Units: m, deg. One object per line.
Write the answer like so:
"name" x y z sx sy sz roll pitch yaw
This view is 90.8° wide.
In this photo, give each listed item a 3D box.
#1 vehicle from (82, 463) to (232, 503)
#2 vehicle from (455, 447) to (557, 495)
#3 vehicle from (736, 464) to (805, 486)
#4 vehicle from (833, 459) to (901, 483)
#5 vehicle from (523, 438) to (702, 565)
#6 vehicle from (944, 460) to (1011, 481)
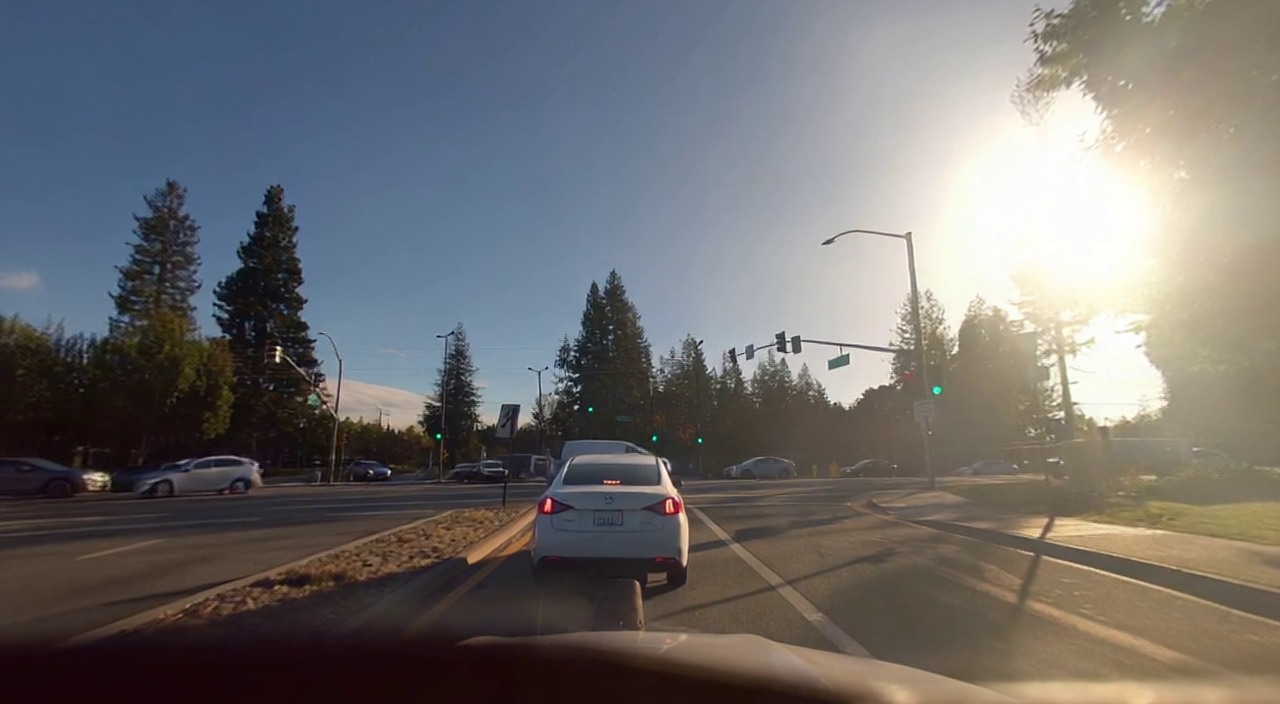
"vehicle" -20.085 5.448 26.498 4.548 1.449 1.802 2 -9 -13
"vehicle" -5.663 4.886 26.334 2.175 1.789 4.355 8 -12 -42
"vehicle" 9.064 8.532 43.891 4.254 1.359 1.895 2 -9 -16
"vehicle" 16.479 8.615 45.895 4.337 1.637 1.860 2 -9 -16
"vehicle" -0.370 2.090 9.669 2.112 1.479 4.264 0 -9 -1
"vehicle" 25.930 9.084 48.586 4.358 1.471 1.875 2 -9 -16
